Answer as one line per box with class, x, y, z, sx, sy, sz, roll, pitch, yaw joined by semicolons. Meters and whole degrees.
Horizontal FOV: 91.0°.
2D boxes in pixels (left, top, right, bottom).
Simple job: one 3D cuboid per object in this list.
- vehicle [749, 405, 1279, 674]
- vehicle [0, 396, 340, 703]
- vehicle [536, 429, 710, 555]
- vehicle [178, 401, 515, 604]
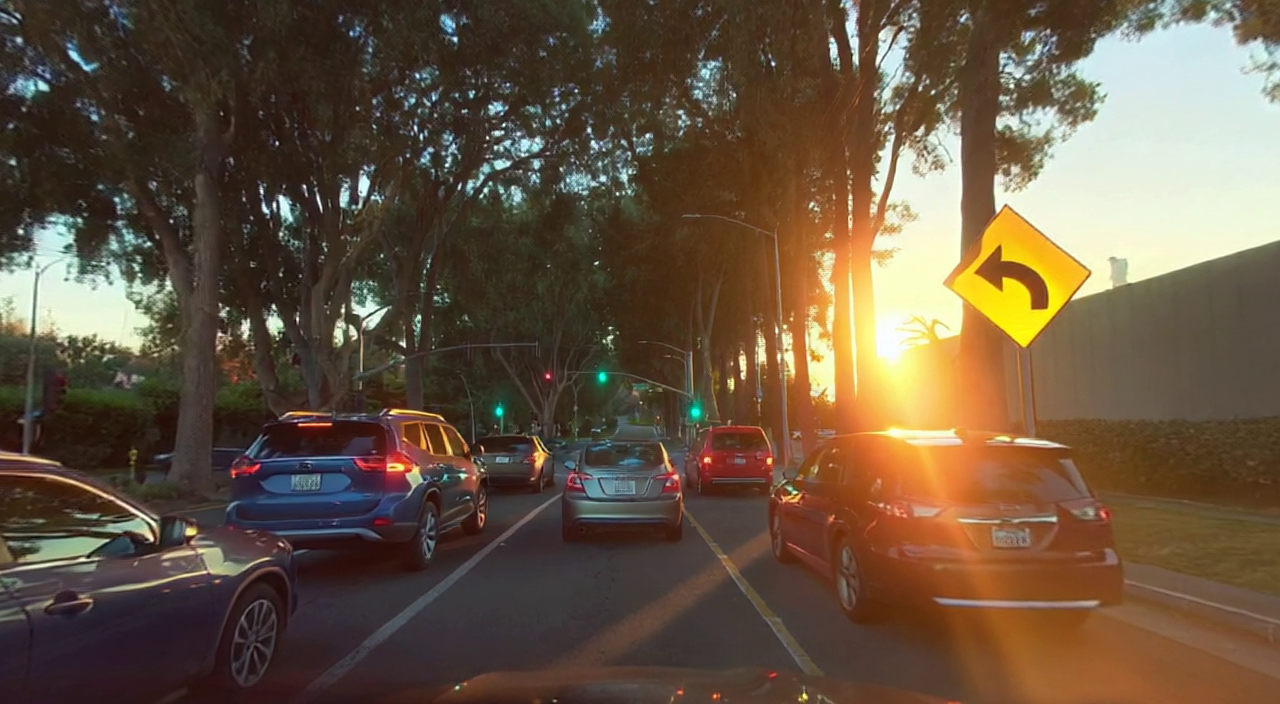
vehicle;2.521;1.399;5.925;2.116;1.497;4.652;0;-8;0
vehicle;-2.928;0.840;1.604;1.974;1.484;4.716;0;-8;0
vehicle;-0.250;1.922;9.319;2.025;1.453;3.848;0;-8;-2
vehicle;-2.897;1.578;7.444;1.964;1.712;4.097;0;-8;0
